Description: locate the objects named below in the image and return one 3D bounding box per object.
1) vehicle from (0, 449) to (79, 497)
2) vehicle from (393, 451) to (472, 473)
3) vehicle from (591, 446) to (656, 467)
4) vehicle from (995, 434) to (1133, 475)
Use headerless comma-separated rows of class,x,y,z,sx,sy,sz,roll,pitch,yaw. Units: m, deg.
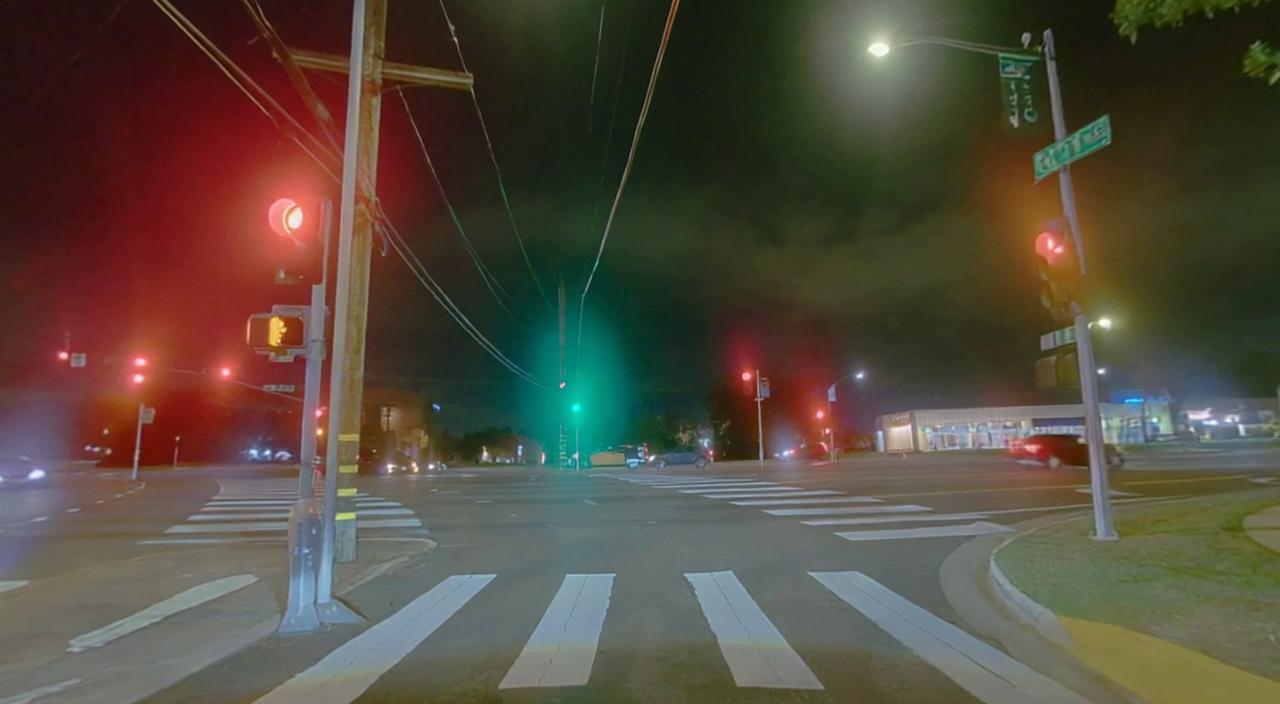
vehicle,-21.427,4.009,21.315,4.799,1.438,1.899,-4,-9,26
vehicle,-14.133,7.444,42.982,4.837,1.407,1.818,4,-9,-26
vehicle,-1.157,7.546,45.813,4.391,1.451,1.717,4,-9,-25
vehicle,16.793,4.045,25.050,4.700,1.479,2.095,3,-9,-21
